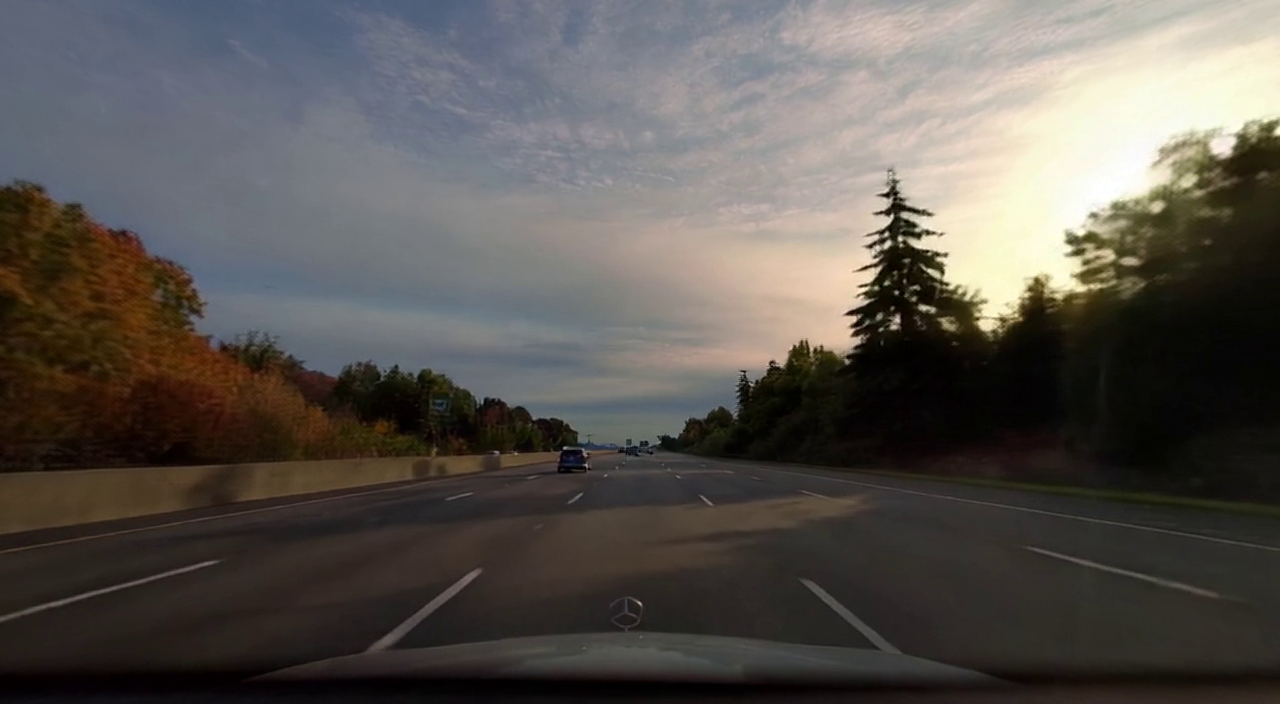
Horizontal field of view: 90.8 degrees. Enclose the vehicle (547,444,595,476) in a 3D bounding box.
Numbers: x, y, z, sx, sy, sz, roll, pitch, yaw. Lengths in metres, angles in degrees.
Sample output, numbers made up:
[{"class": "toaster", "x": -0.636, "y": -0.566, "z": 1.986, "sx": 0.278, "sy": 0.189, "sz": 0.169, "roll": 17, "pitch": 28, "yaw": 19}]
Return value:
[{"class": "vehicle", "x": -3.521, "y": 5.642, "z": 33.063, "sx": 1.979, "sy": 1.521, "sz": 4.147, "roll": 0, "pitch": -9, "yaw": 1}]
